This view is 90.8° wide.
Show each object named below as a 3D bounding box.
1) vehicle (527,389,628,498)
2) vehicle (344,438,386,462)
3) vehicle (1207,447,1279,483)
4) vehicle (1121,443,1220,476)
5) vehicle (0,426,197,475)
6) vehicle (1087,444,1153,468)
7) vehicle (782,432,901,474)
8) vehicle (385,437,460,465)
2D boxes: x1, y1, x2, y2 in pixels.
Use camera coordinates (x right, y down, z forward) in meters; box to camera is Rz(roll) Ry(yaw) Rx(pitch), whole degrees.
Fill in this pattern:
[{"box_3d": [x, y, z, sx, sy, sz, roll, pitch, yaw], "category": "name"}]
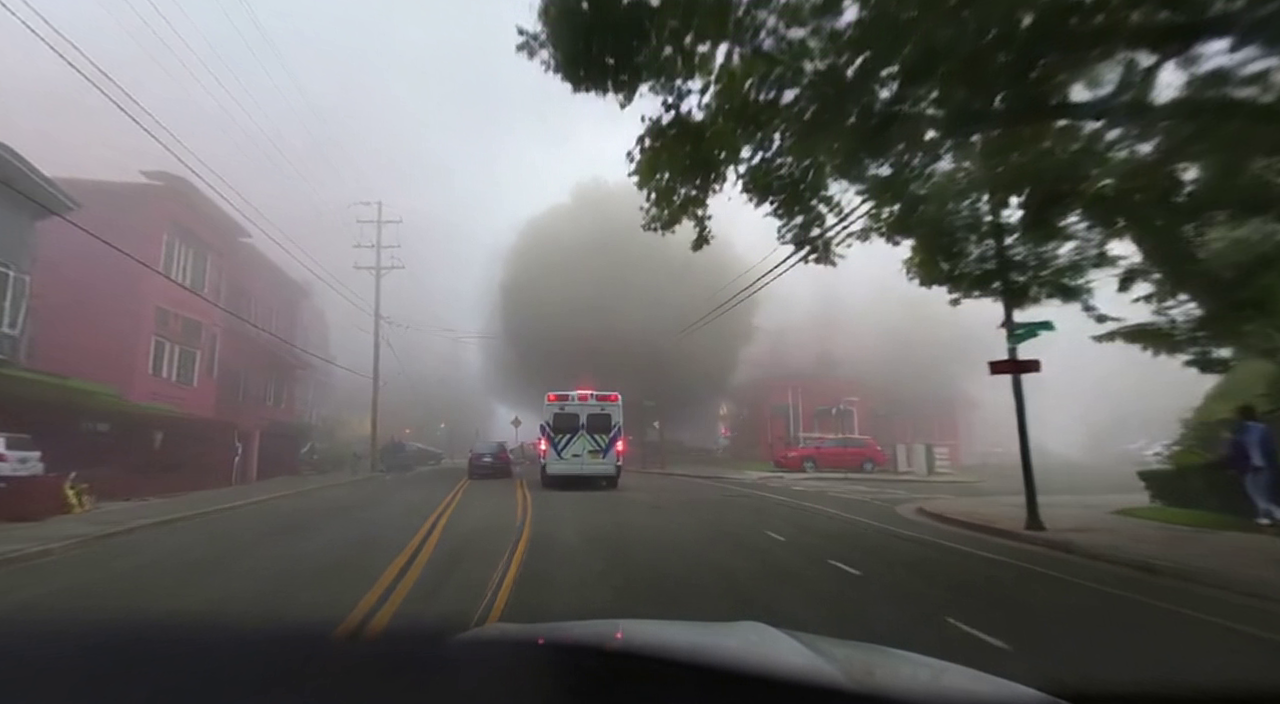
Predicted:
[{"box_3d": [-1.848, 2.636, 18.369, 2.444, 2.640, 5.482, 1, -8, -7], "category": "vehicle"}, {"box_3d": [-21.466, 7.650, 49.495, 2.290, 1.776, 4.947, 2, -8, -16], "category": "vehicle"}, {"box_3d": [27.822, 4.912, 27.644, 1.861, 1.470, 4.867, -1, -8, 6], "category": "vehicle"}, {"box_3d": [28.621, 5.783, 34.296, 1.899, 1.635, 4.603, -2, -8, 10], "category": "vehicle"}, {"box_3d": [-21.038, 3.813, 24.251, 5.910, 1.681, 2.579, 1, -12, -11], "category": "vehicle"}, {"box_3d": [35.012, 7.585, 46.233, 2.114, 1.588, 3.888, -4, -9, 9], "category": "vehicle"}, {"box_3d": [10.016, 5.064, 31.805, 5.270, 1.966, 2.329, -1, -8, 5], "category": "vehicle"}, {"box_3d": [-14.655, 6.664, 42.554, 4.502, 1.810, 2.056, -4, -9, 23], "category": "vehicle"}]
